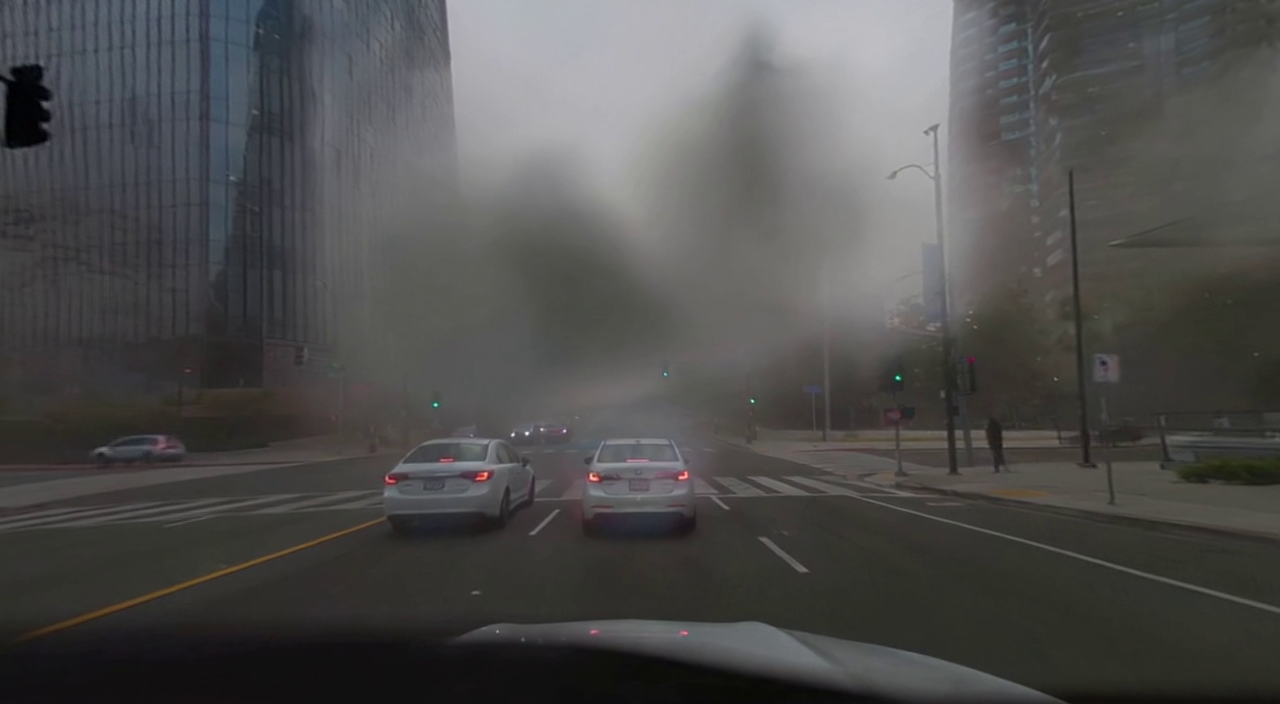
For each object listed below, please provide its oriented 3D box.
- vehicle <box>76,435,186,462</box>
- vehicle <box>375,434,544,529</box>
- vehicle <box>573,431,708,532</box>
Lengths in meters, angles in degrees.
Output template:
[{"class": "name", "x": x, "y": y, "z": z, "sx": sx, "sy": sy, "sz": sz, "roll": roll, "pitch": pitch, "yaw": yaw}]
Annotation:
[{"class": "vehicle", "x": -29.938, "y": 5.687, "z": 37.308, "sx": 4.533, "sy": 1.520, "sz": 1.887, "roll": 2, "pitch": -9, "yaw": -14}, {"class": "vehicle", "x": -3.207, "y": 2.394, "z": 12.351, "sx": 1.995, "sy": 1.479, "sz": 4.627, "roll": 0, "pitch": -8, "yaw": -1}, {"class": "vehicle", "x": -0.047, "y": 2.220, "z": 11.397, "sx": 2.016, "sy": 1.478, "sz": 3.795, "roll": 0, "pitch": -8, "yaw": -2}]
